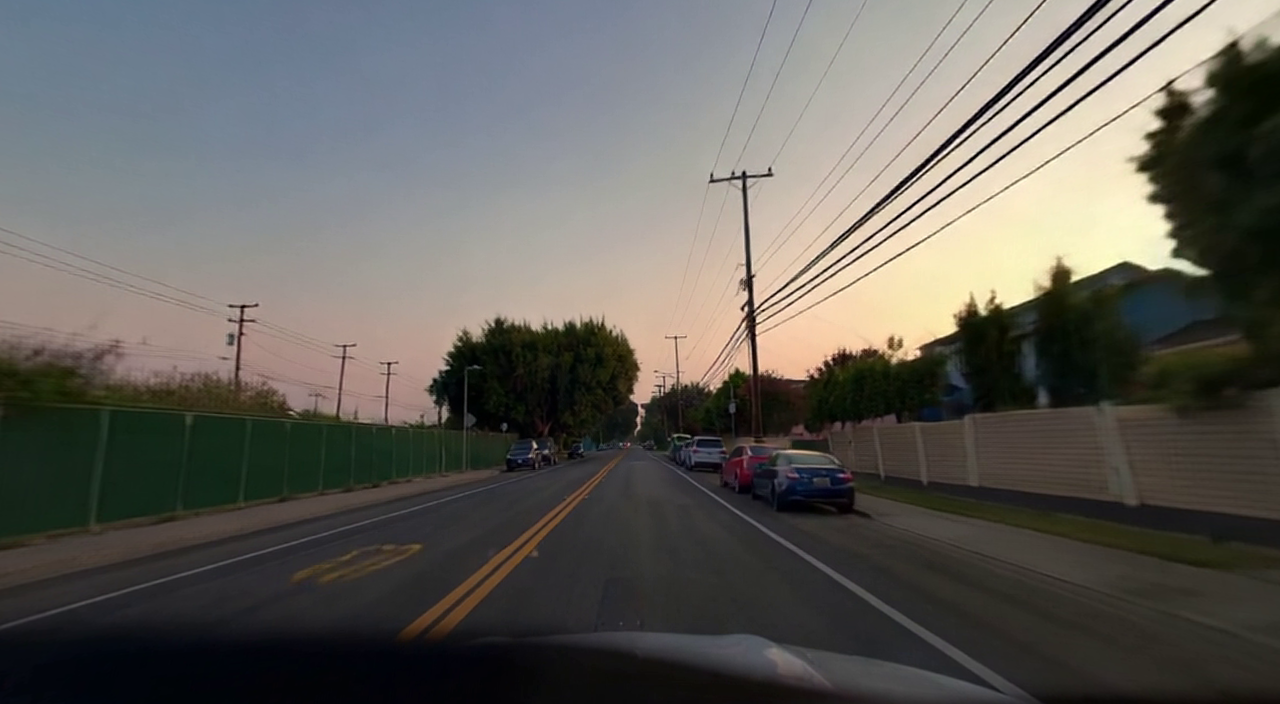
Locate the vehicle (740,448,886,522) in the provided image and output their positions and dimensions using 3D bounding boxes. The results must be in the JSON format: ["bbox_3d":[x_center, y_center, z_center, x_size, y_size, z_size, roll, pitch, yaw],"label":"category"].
[{"bbox_3d":[3.547,2.786,13.850,1.984,1.342,4.066,0,-8,-1],"label":"vehicle"}]

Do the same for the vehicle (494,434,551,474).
[{"bbox_3d":[-6.764,5.922,36.976,2.268,2.154,5.321,0,-8,0],"label":"vehicle"}]

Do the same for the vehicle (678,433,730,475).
[{"bbox_3d":[3.215,5.264,32.848,2.053,2.005,5.495,0,-8,-1],"label":"vehicle"}]
